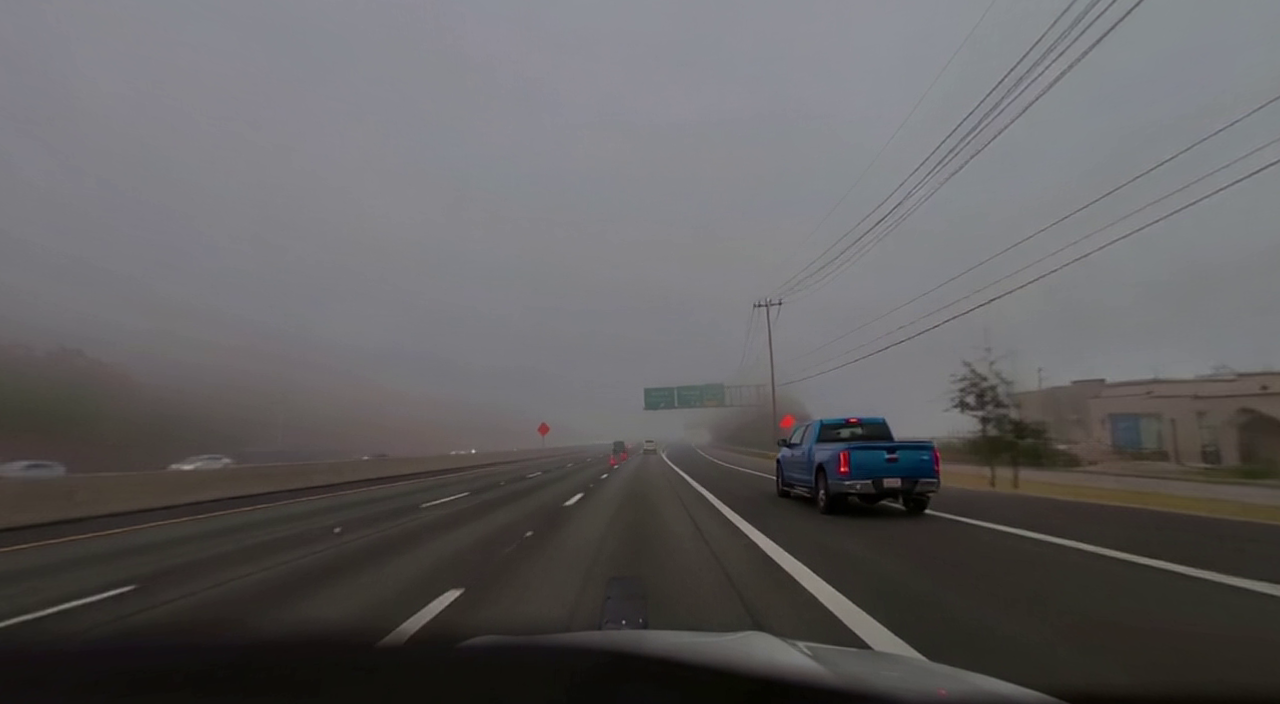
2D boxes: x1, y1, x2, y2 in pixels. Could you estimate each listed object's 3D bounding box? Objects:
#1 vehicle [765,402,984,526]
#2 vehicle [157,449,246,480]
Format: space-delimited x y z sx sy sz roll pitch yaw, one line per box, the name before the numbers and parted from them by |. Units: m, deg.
vehicle | 4.055 2.073 12.187 2.186 1.840 5.289 0 -8 0
vehicle | -30.861 7.893 44.671 2.206 1.957 5.698 0 -8 0
